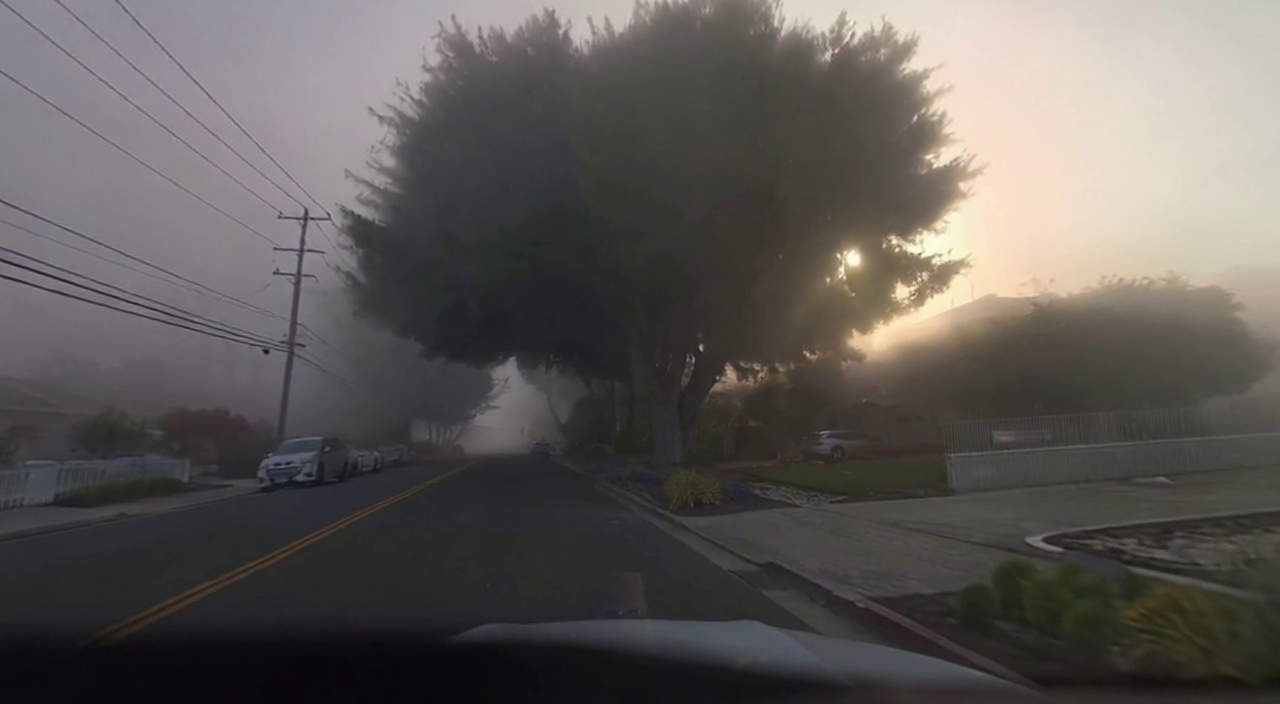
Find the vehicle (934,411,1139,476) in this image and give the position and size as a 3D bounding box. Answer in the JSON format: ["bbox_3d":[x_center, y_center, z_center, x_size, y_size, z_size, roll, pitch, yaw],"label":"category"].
[{"bbox_3d":[11.397,2.654,18.329,4.842,1.728,1.875,1,-9,-8],"label":"vehicle"}]

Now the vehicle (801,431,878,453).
[{"bbox_3d":[10.486,4.777,33.324,3.606,1.094,1.420,2,-8,-9],"label":"vehicle"}]

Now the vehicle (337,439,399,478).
[{"bbox_3d":[-13.969,5.459,32.746,1.939,1.756,4.767,-2,-8,-11],"label":"vehicle"}]

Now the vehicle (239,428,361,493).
[{"bbox_3d":[-11.952,3.857,22.762,2.240,1.940,5.429,-1,-9,-10],"label":"vehicle"}]
